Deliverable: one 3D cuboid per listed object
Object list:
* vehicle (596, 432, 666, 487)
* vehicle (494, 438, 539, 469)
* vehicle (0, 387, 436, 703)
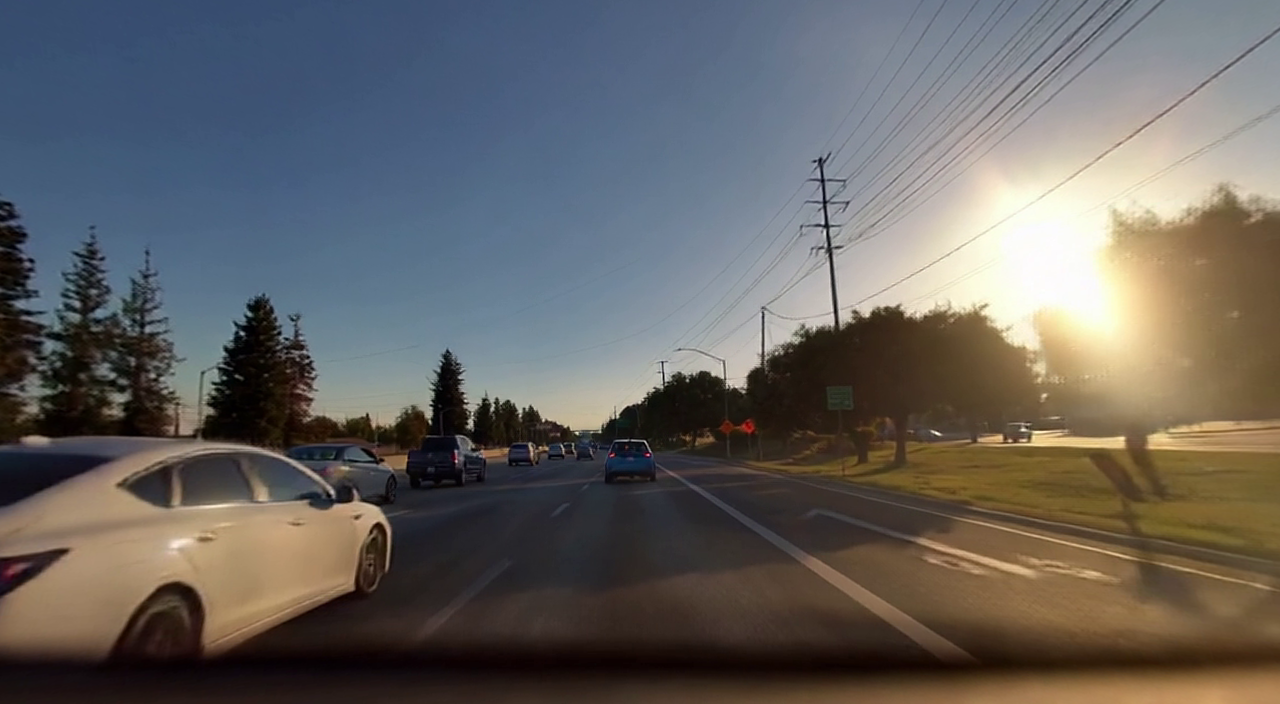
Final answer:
[{"bbox_3d":[-0.320,3.597,21.391,2.140,1.653,4.108,0,-8,-1],"label":"vehicle"},{"bbox_3d":[-7.432,6.137,38.435,1.914,1.756,4.179,0,-8,0],"label":"vehicle"},{"bbox_3d":[-3.134,1.159,3.932,2.174,1.510,4.636,0,-8,0],"label":"vehicle"}]
